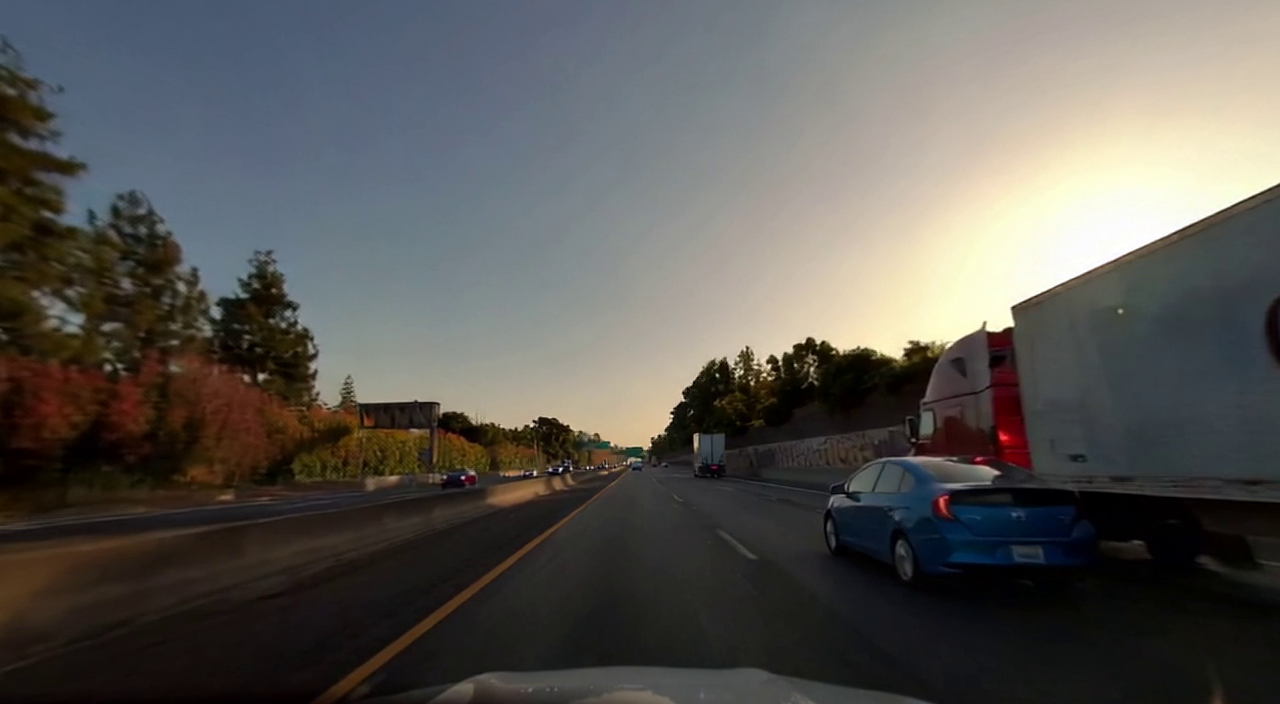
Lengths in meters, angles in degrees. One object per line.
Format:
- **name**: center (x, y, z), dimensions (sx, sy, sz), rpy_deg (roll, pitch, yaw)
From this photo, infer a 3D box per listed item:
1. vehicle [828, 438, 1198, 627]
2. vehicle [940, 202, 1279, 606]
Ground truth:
- **vehicle**: center (3.780, 1.925, 7.303), dimensions (2.011, 1.574, 3.512), rpy_deg (-1, -11, -1)
- **vehicle**: center (8.102, 0.309, 5.070), dimensions (3.298, 4.017, 16.824), rpy_deg (1, -10, 1)
